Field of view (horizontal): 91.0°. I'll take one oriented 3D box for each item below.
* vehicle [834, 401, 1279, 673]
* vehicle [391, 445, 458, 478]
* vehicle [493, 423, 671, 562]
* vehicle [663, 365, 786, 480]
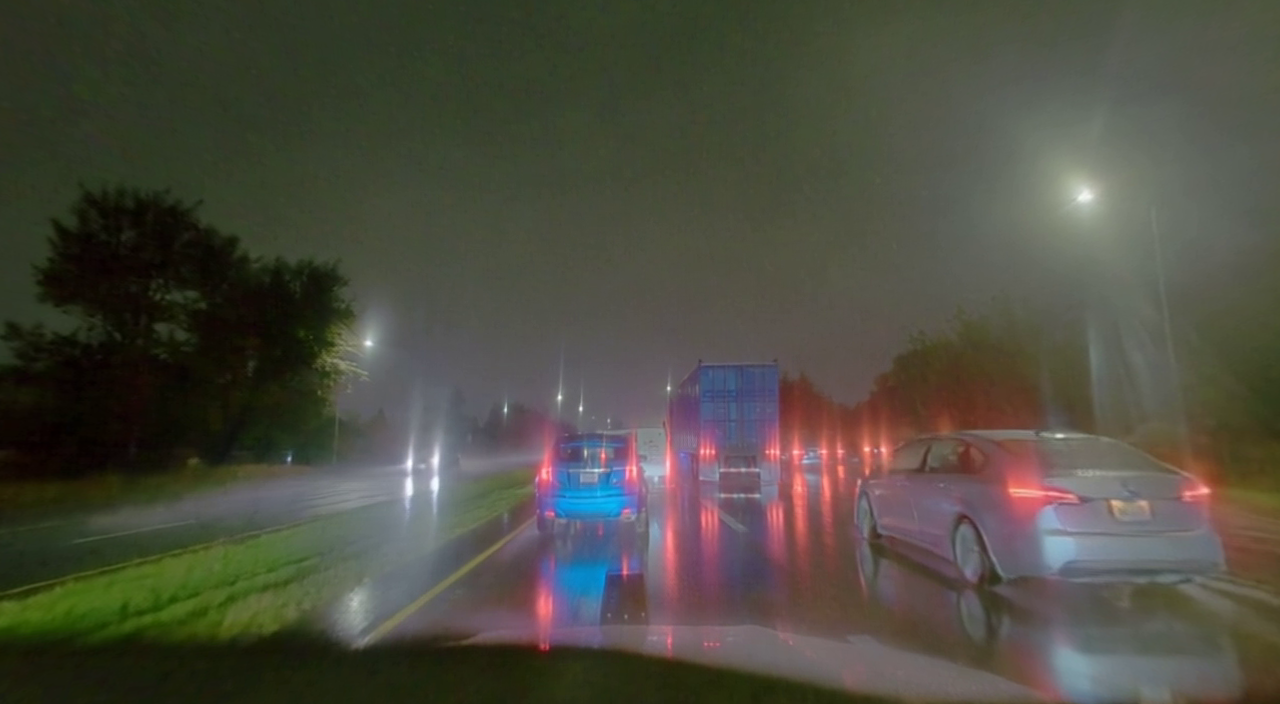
[{"bbox_3d":[3.584,1.382,5.959,1.960,1.515,4.713,0,-8,0],"label":"vehicle"},{"bbox_3d":[-11.526,5.875,33.956,2.029,1.617,4.260,0,-8,1],"label":"vehicle"},{"bbox_3d":[-0.706,1.889,9.212,2.009,1.554,4.013,0,-8,-1],"label":"vehicle"},{"bbox_3d":[3.478,3.805,31.996,3.591,4.290,16.696,0,-8,-1],"label":"vehicle"}]
